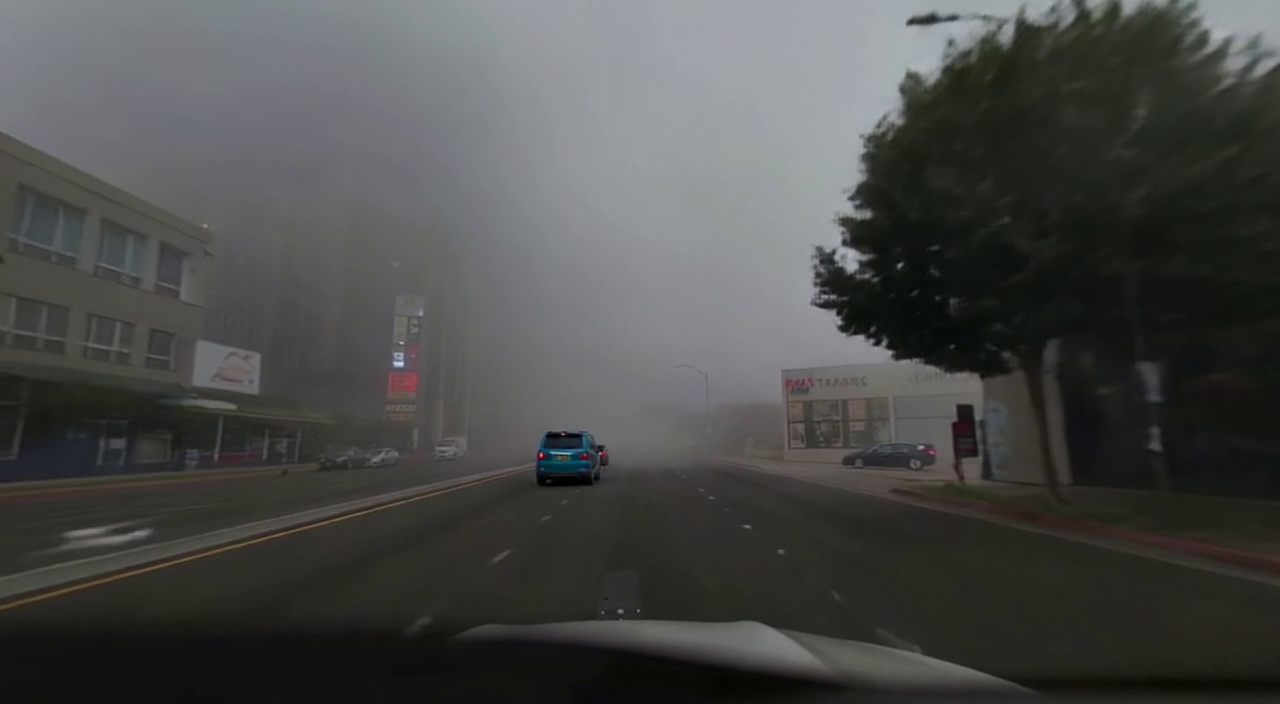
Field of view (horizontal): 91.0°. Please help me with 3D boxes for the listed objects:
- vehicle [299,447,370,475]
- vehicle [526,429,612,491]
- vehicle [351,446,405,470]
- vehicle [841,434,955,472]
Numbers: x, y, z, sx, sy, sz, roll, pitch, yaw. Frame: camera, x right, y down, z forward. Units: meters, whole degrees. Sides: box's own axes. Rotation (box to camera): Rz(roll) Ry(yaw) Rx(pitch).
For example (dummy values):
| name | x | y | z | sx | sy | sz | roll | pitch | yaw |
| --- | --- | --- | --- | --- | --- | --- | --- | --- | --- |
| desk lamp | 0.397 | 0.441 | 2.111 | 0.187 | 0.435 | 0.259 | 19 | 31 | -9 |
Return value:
| name | x | y | z | sx | sy | sz | roll | pitch | yaw |
| --- | --- | --- | --- | --- | --- | --- | --- | --- | --- |
| vehicle | -17.790 | 6.346 | 36.896 | 1.852 | 1.481 | 4.660 | 0 | -8 | -1 |
| vehicle | -2.073 | 3.296 | 19.481 | 2.080 | 1.722 | 3.766 | 0 | -8 | 2 |
| vehicle | -17.715 | 7.186 | 42.765 | 1.840 | 1.508 | 4.376 | 0 | -8 | -1 |
| vehicle | 14.853 | 5.855 | 36.663 | 2.589 | 1.989 | 5.779 | 4 | -9 | -26 |
